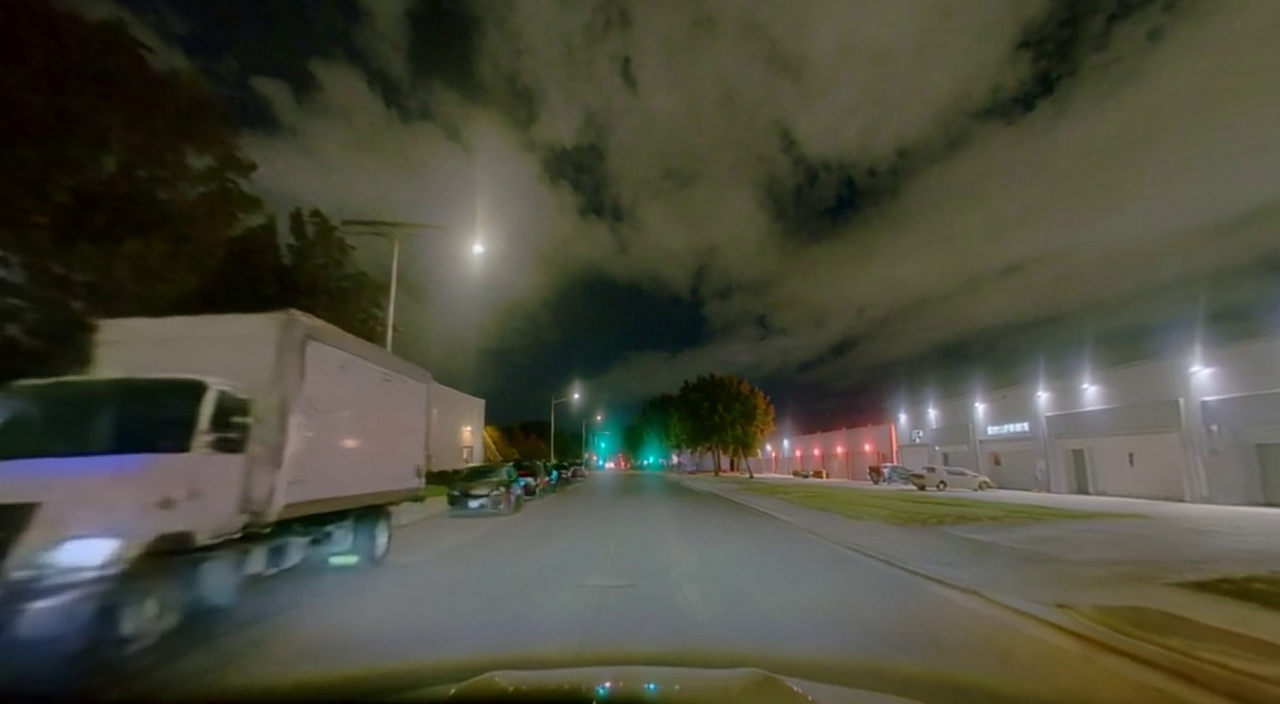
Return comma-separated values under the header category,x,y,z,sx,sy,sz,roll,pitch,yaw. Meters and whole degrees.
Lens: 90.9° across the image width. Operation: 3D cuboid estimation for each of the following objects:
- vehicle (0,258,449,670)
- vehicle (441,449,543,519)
category,x,y,z,sx,sy,sz,roll,pitch,yaw
vehicle,-4.045,1.188,7.005,2.242,2.726,5.581,1,-10,-3
vehicle,-4.113,3.701,18.259,1.886,1.640,4.311,2,-8,-1
